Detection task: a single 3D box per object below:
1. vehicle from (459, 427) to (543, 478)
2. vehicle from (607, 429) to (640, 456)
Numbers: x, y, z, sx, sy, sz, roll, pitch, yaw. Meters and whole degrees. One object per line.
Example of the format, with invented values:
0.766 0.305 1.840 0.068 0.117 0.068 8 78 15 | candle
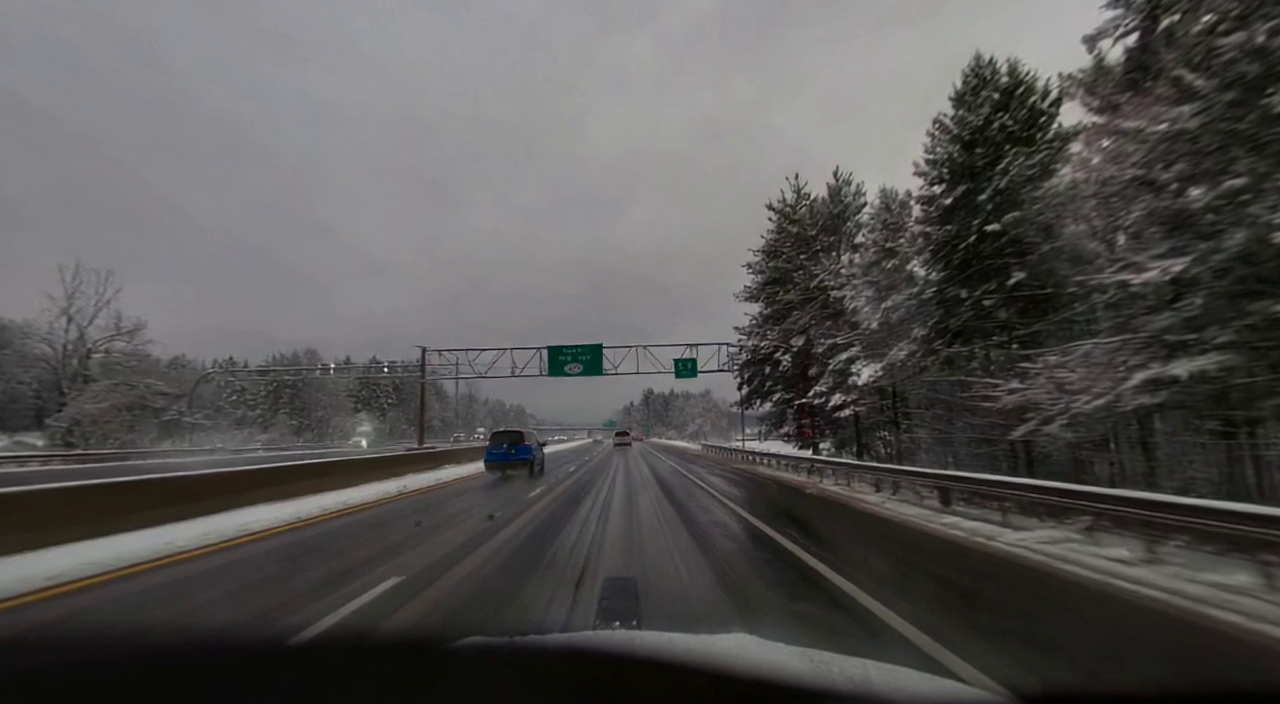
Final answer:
-4.826 3.519 22.399 2.062 1.622 4.153 0 -8 0 | vehicle
-1.170 6.378 44.525 2.213 1.774 4.563 0 -8 -1 | vehicle
